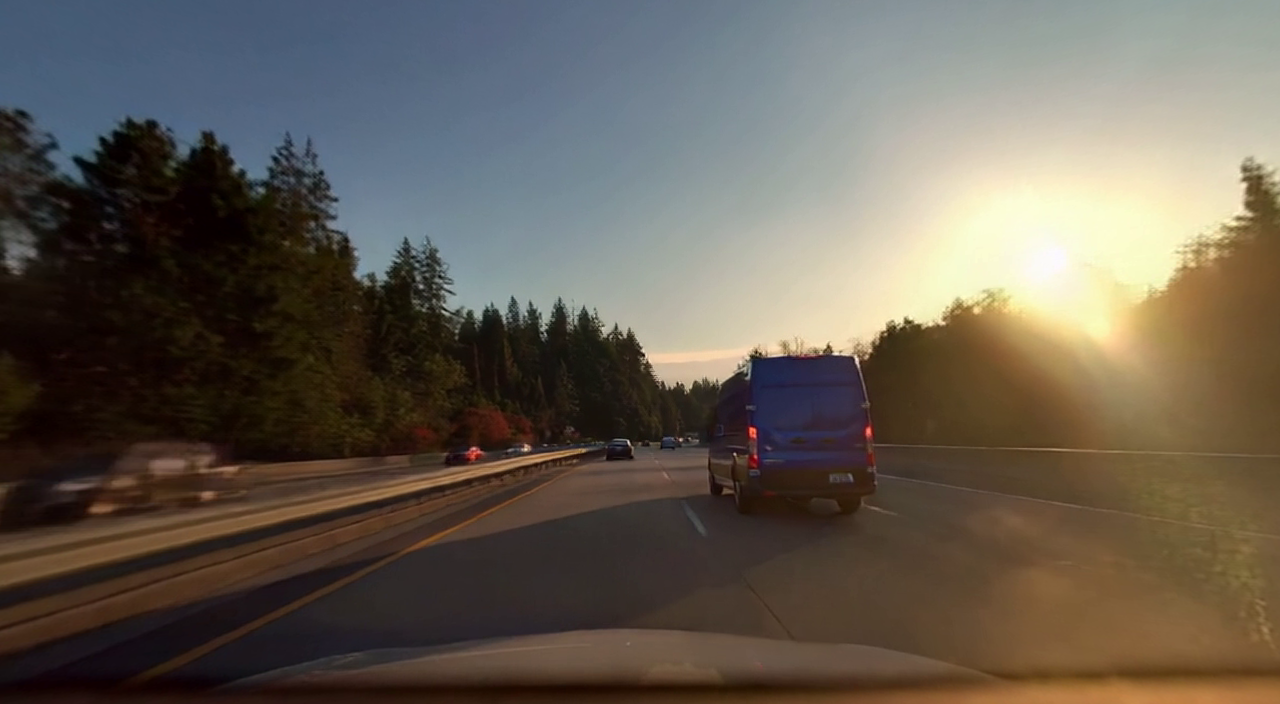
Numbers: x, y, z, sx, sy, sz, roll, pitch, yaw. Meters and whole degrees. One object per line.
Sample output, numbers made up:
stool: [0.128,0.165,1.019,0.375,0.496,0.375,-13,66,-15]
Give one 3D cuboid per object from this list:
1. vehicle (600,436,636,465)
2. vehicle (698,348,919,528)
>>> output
vehicle: [-1.196,5.468,35.217,1.900,1.524,4.324,0,-8,-1]
vehicle: [2.751,1.714,12.718,2.416,2.595,7.243,0,-8,0]
